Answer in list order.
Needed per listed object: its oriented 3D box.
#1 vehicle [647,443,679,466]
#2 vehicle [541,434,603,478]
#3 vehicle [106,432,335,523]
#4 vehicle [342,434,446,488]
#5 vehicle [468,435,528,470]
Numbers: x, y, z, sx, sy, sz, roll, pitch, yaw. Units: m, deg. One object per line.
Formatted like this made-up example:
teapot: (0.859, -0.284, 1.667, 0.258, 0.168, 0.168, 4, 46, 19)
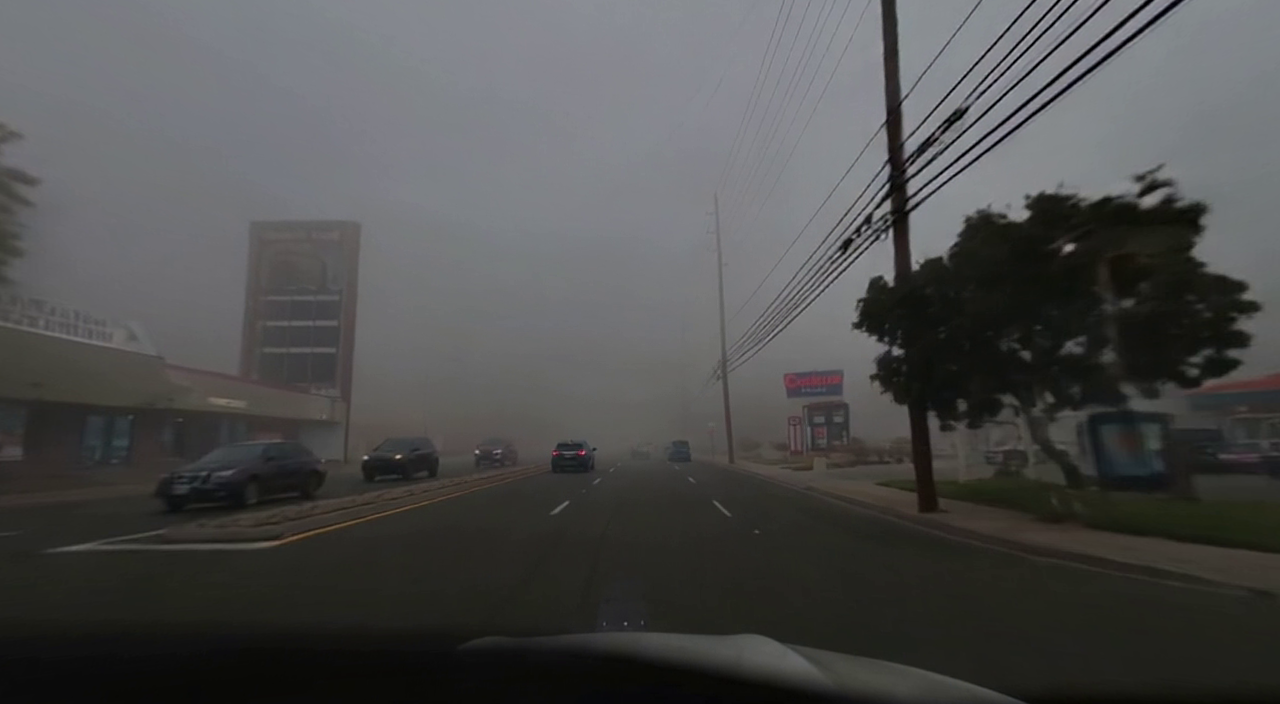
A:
vehicle: (1.546, 6.806, 42.117, 1.978, 1.455, 4.195, 0, -9, 3)
vehicle: (-2.712, 4.288, 26.116, 2.047, 1.664, 4.148, 0, -9, 1)
vehicle: (-7.906, 2.377, 12.410, 1.760, 1.487, 3.890, 0, -9, 1)
vehicle: (-8.082, 3.616, 21.154, 1.795, 1.607, 4.059, 0, -9, 1)
vehicle: (-7.704, 5.501, 34.605, 2.009, 1.773, 4.925, 0, -9, 2)
